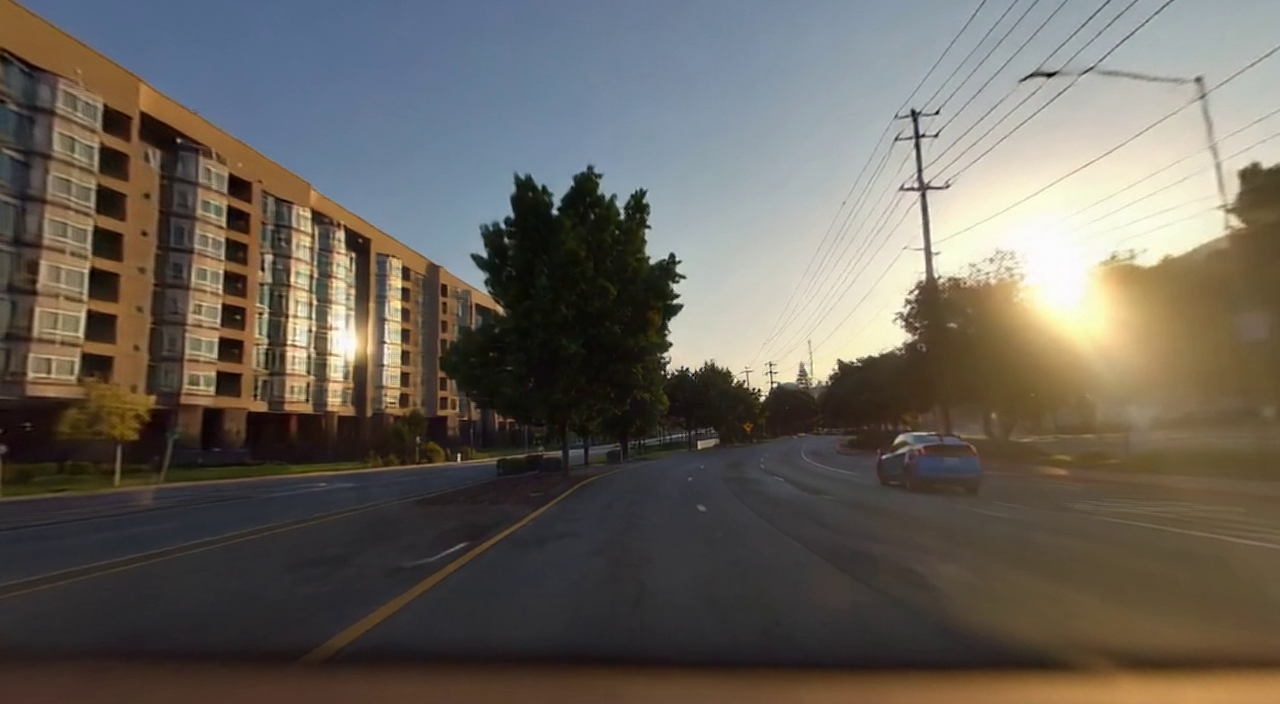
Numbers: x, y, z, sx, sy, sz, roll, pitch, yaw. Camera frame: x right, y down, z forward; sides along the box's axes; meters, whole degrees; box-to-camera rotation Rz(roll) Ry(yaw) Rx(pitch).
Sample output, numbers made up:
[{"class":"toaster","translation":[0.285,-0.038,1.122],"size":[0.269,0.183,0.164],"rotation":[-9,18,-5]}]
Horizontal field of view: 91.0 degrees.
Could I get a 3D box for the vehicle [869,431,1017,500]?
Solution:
[{"class":"vehicle","translation":[7.296,2.753,15.653],"size":[1.908,1.476,3.880],"rotation":[-1,-9,3]}]
